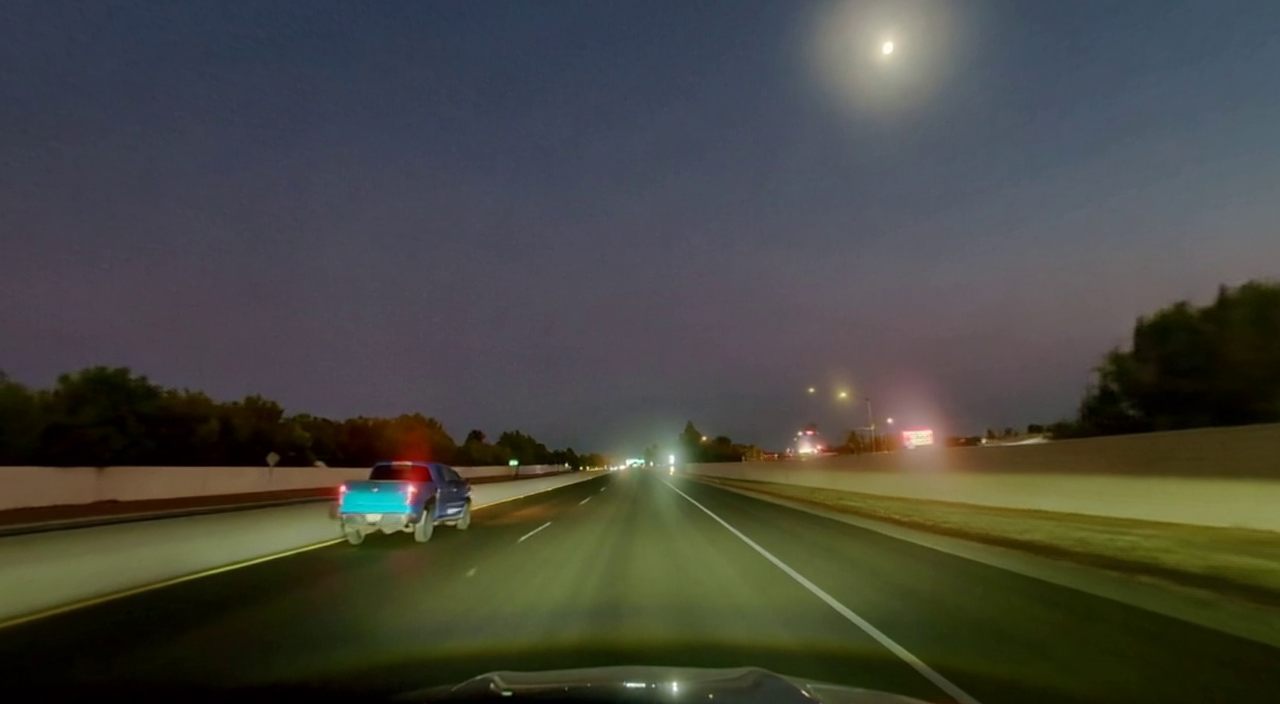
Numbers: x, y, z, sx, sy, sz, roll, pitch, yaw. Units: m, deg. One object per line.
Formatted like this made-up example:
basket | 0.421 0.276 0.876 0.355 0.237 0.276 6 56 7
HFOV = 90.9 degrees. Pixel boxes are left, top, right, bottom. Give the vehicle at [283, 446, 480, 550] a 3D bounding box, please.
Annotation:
vehicle | -4.448 2.589 11.636 1.914 1.534 4.015 1 -10 0
